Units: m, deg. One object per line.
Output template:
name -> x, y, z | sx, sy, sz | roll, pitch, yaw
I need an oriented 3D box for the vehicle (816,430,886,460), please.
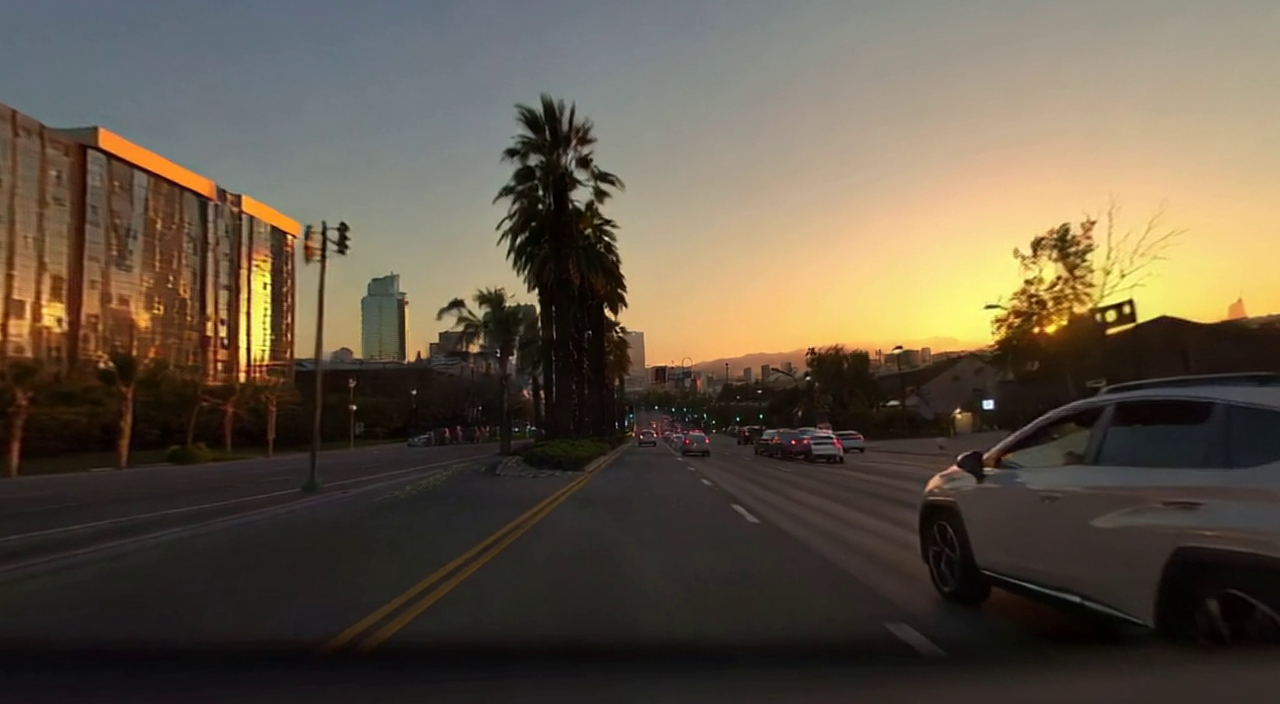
vehicle -> 10.960, 4.888, 33.146 | 1.871, 1.465, 4.395 | 0, -9, -4

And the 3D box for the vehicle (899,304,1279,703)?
vehicle -> 3.548, 0.865, 3.393 | 2.219, 1.795, 4.718 | 0, -9, -1
